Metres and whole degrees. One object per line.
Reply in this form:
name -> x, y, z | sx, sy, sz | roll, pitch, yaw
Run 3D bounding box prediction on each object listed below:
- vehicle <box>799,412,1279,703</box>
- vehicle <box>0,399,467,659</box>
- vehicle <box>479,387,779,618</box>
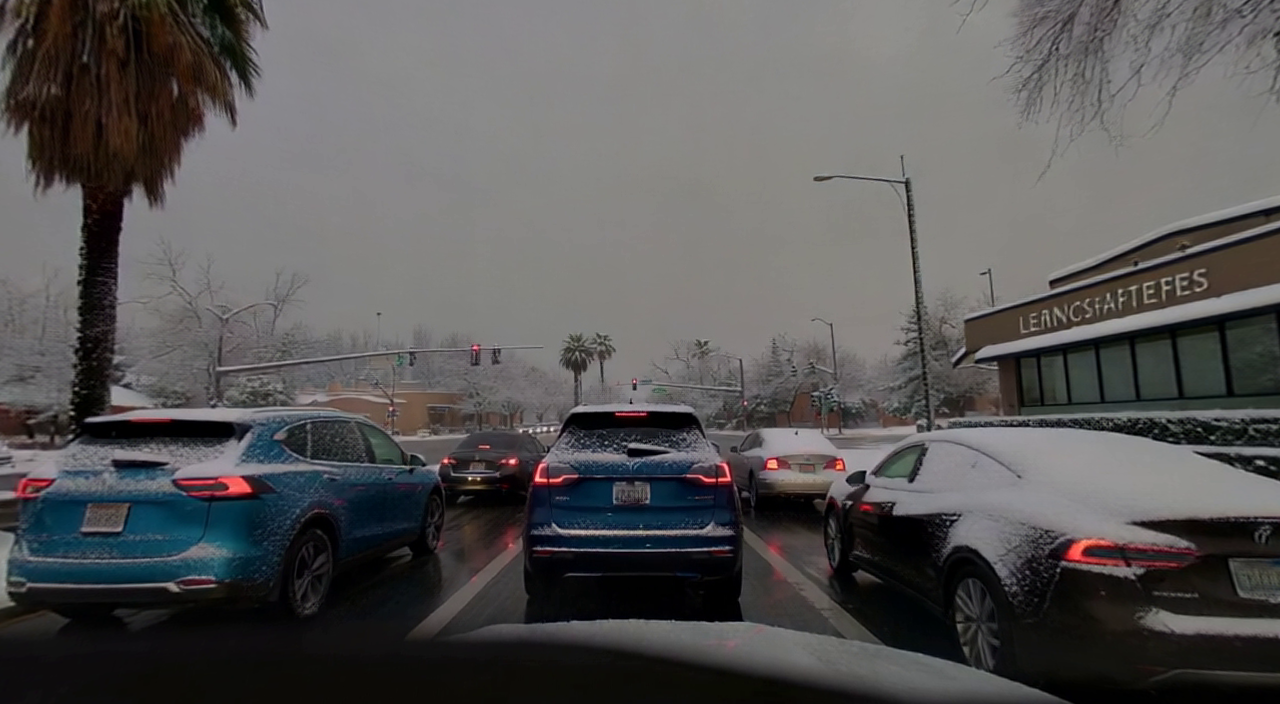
vehicle -> 2.968, 1.370, 5.257 | 2.017, 1.491, 4.611 | 0, -8, -1
vehicle -> -3.352, 1.385, 6.053 | 2.014, 1.534, 4.455 | 0, -8, 1
vehicle -> -0.139, 1.465, 7.070 | 2.280, 1.747, 4.361 | 0, -8, -2
